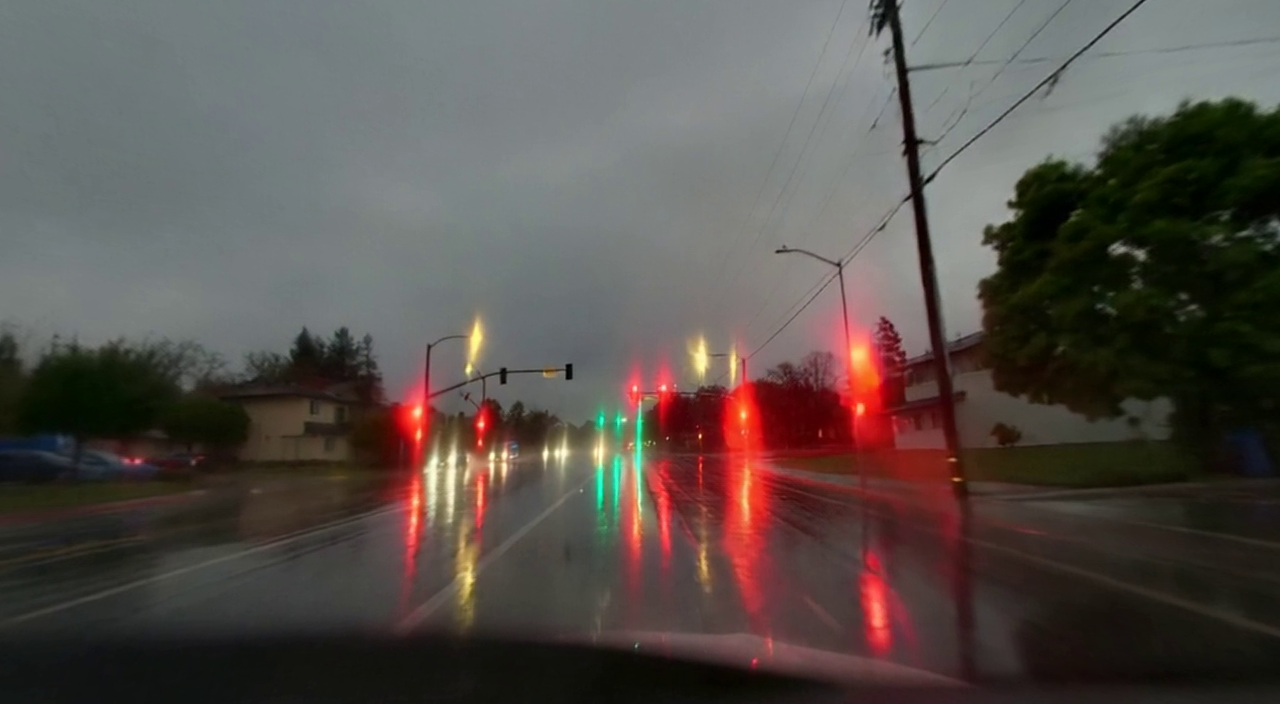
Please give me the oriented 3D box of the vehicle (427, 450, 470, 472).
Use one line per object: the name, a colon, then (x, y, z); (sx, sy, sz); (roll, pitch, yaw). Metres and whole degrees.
vehicle: (-14.024, 7.969, 46.483); (1.888, 1.470, 4.282); (0, -8, 0)
